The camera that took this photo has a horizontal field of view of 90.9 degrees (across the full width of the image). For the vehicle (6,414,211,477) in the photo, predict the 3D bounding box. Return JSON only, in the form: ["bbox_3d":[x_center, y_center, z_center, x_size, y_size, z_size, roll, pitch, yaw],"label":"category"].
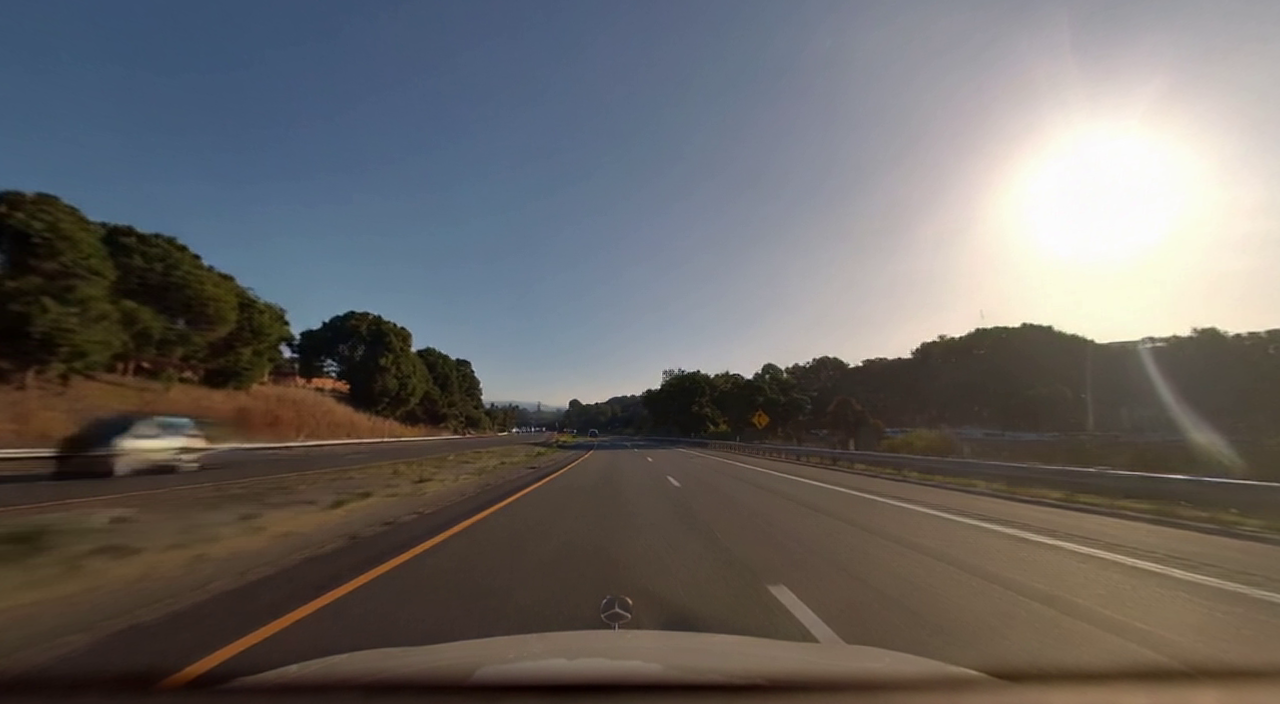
[{"bbox_3d":[-14.078,2.507,17.140,1.817,1.489,4.370,0,-8,-1],"label":"vehicle"}]
